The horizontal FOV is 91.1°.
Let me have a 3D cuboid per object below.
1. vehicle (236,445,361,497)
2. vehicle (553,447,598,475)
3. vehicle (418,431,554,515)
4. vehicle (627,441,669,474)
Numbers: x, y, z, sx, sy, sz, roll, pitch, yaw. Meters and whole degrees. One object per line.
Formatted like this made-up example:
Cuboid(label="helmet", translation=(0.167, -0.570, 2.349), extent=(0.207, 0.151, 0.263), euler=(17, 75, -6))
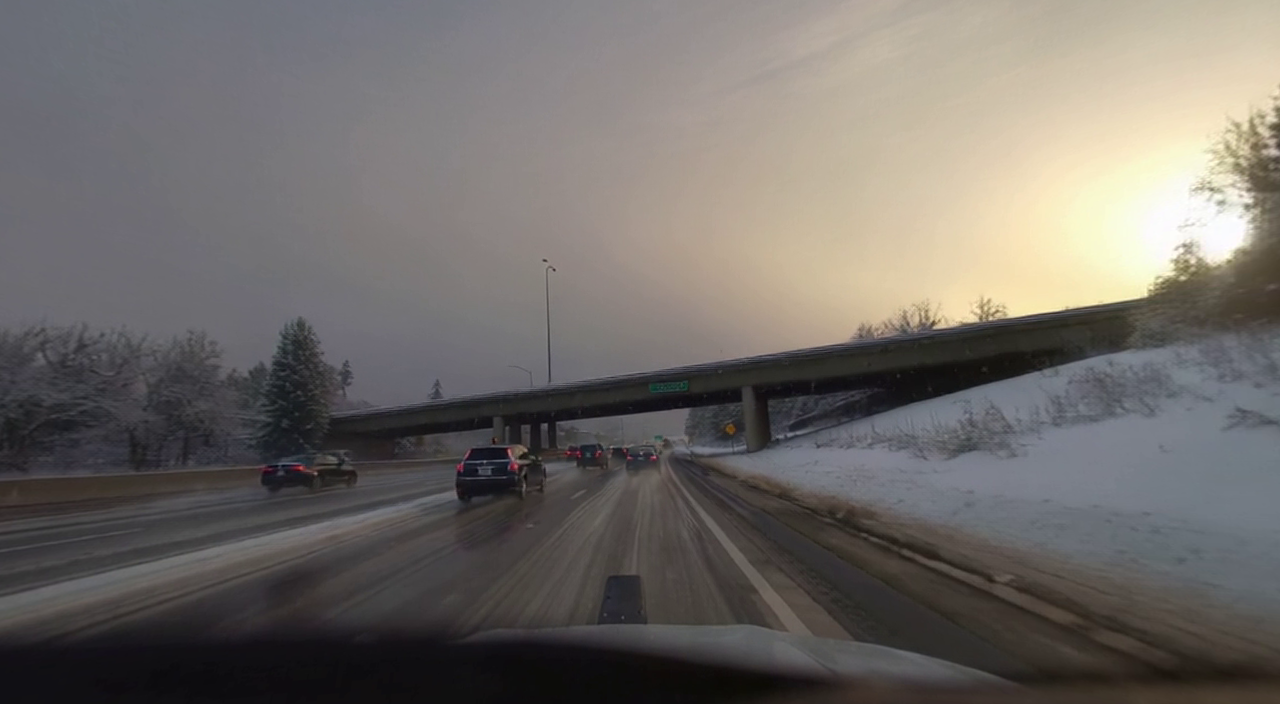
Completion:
Cuboid(label="vehicle", translation=(-12.017, 4.174, 22.495), extent=(1.954, 1.640, 4.339), euler=(0, -8, 1))
Cuboid(label="vehicle", translation=(-3.652, 6.214, 36.139), extent=(1.997, 1.490, 4.471), euler=(0, -8, 2))
Cuboid(label="vehicle", translation=(-3.585, 2.897, 15.643), extent=(2.161, 1.759, 4.482), euler=(0, -8, 1))
Cuboid(label="vehicle", translation=(0.431, 5.706, 34.149), extent=(2.160, 1.678, 4.178), euler=(0, -8, 0))
